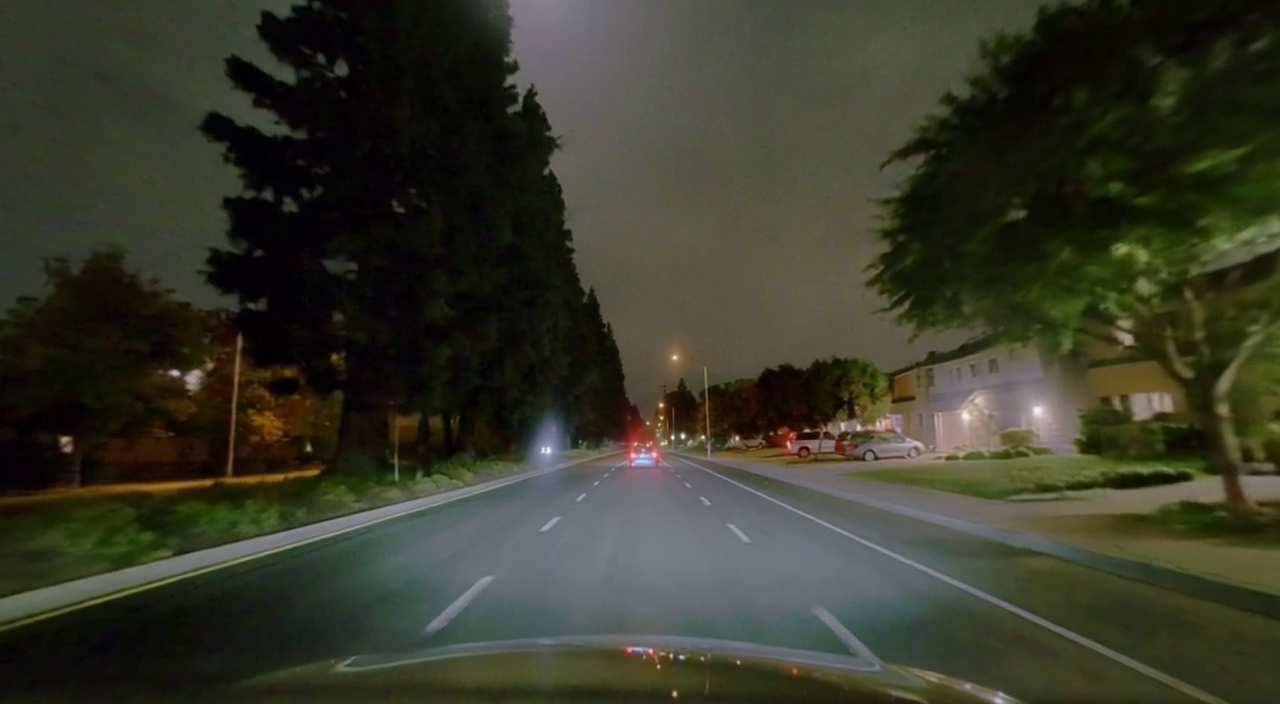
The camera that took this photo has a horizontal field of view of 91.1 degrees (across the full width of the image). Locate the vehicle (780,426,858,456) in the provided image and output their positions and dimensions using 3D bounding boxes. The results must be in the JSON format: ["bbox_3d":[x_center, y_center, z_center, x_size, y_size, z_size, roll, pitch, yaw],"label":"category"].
[{"bbox_3d":[12.774,6.412,45.011,4.923,2.019,1.985,-1,-9,2],"label":"vehicle"}]

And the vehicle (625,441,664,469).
[{"bbox_3d":[0.241,5.787,35.474,2.054,1.456,4.003,0,-8,0],"label":"vehicle"}]

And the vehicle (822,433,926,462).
[{"bbox_3d":[12.450,5.115,33.630,4.787,1.494,1.887,0,-8,1],"label":"vehicle"}]
